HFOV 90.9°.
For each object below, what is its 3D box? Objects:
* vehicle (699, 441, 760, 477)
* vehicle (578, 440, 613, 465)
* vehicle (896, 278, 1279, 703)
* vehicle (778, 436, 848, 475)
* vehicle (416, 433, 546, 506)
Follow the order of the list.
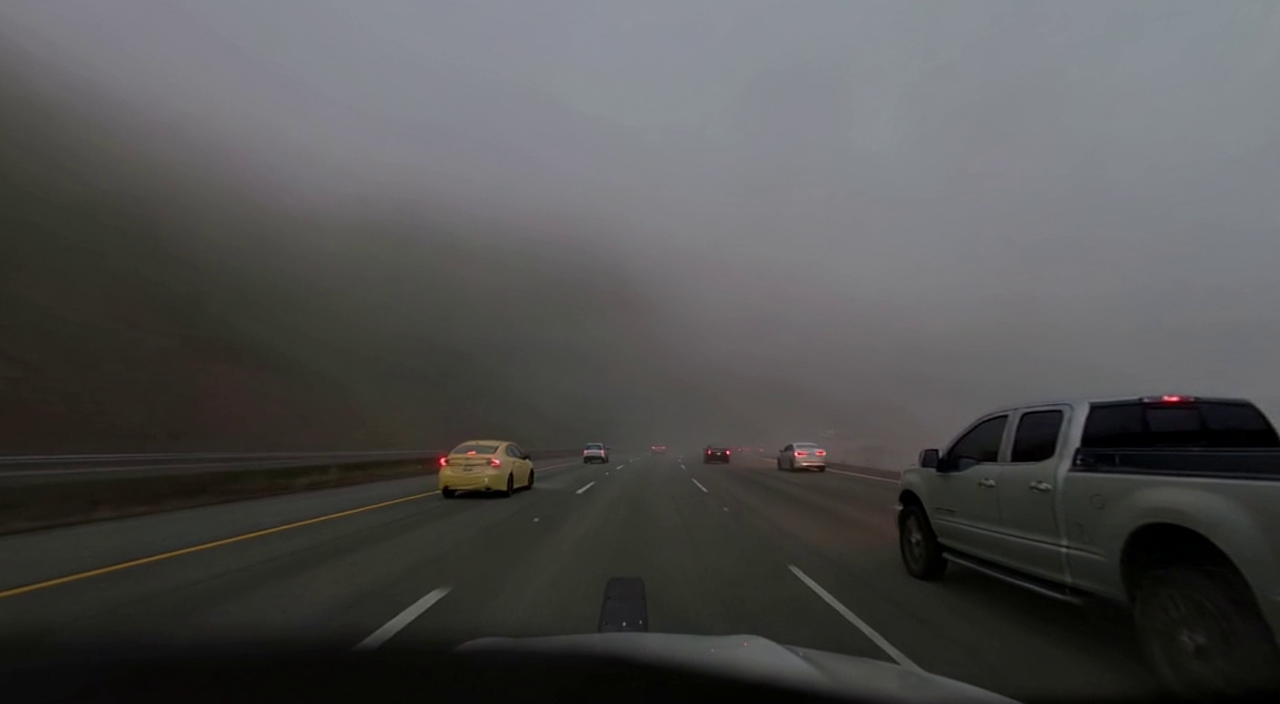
[{"bbox_3d":[3.949,4.782,28.553,2.046,1.471,4.333,0,-8,-1],"label":"vehicle"},{"bbox_3d":[-3.065,7.030,44.337,2.021,1.679,4.310,-1,-8,2],"label":"vehicle"},{"bbox_3d":[3.401,0.823,3.147,2.098,1.925,5.171,0,-8,1],"label":"vehicle"},{"bbox_3d":[7.873,4.744,29.123,1.986,1.633,4.430,0,-8,0],"label":"vehicle"},{"bbox_3d":[-3.932,2.991,16.540,2.113,1.636,4.494,-1,-8,2],"label":"vehicle"}]
